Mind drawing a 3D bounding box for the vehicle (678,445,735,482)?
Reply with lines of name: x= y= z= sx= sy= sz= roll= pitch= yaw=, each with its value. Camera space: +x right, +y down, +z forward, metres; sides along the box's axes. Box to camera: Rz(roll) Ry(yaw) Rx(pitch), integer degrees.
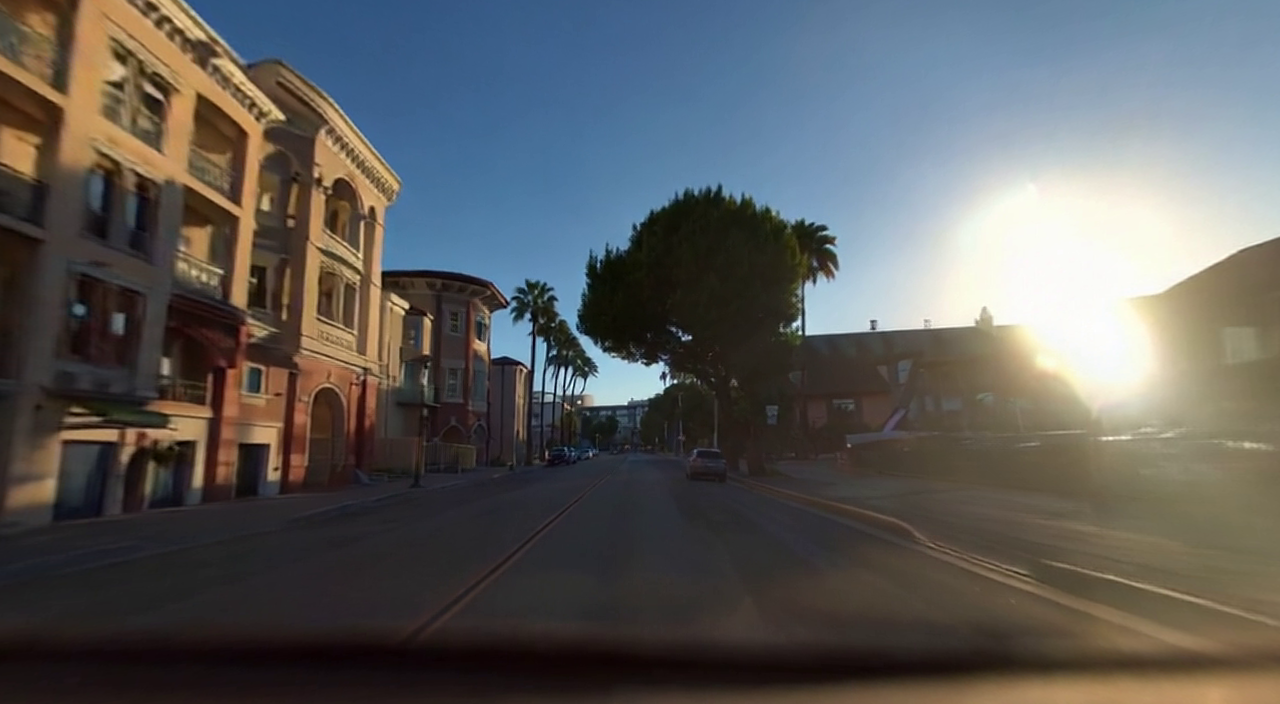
vehicle: x=2.869 y=4.936 z=28.279 sx=1.985 sy=1.543 sz=4.112 roll=0 pitch=-9 yaw=-2
